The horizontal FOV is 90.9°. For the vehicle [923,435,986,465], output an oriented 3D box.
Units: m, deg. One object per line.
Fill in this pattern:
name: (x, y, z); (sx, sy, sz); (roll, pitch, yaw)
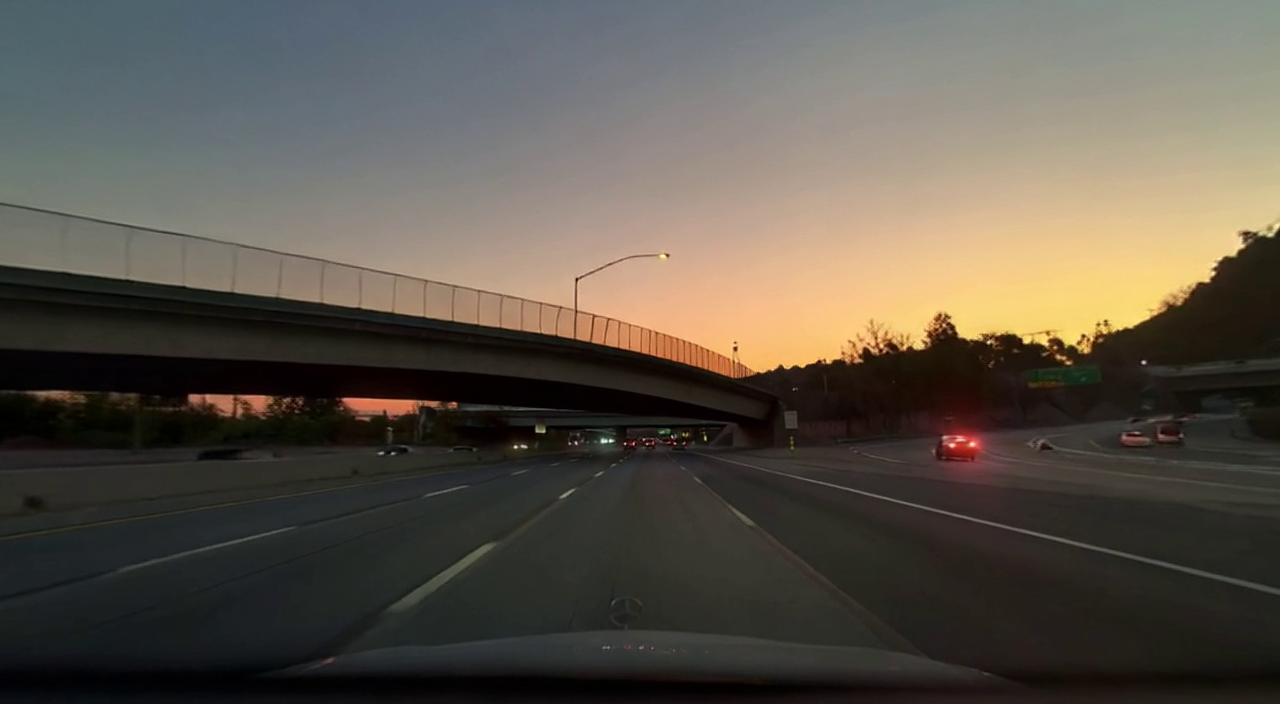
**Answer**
vehicle: (18.861, 5.906, 38.017); (2.039, 1.658, 4.457); (-2, -8, 9)

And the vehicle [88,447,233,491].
vehicle: (-17.830, 4.322, 23.758); (1.877, 1.455, 4.489); (0, -8, 1)
